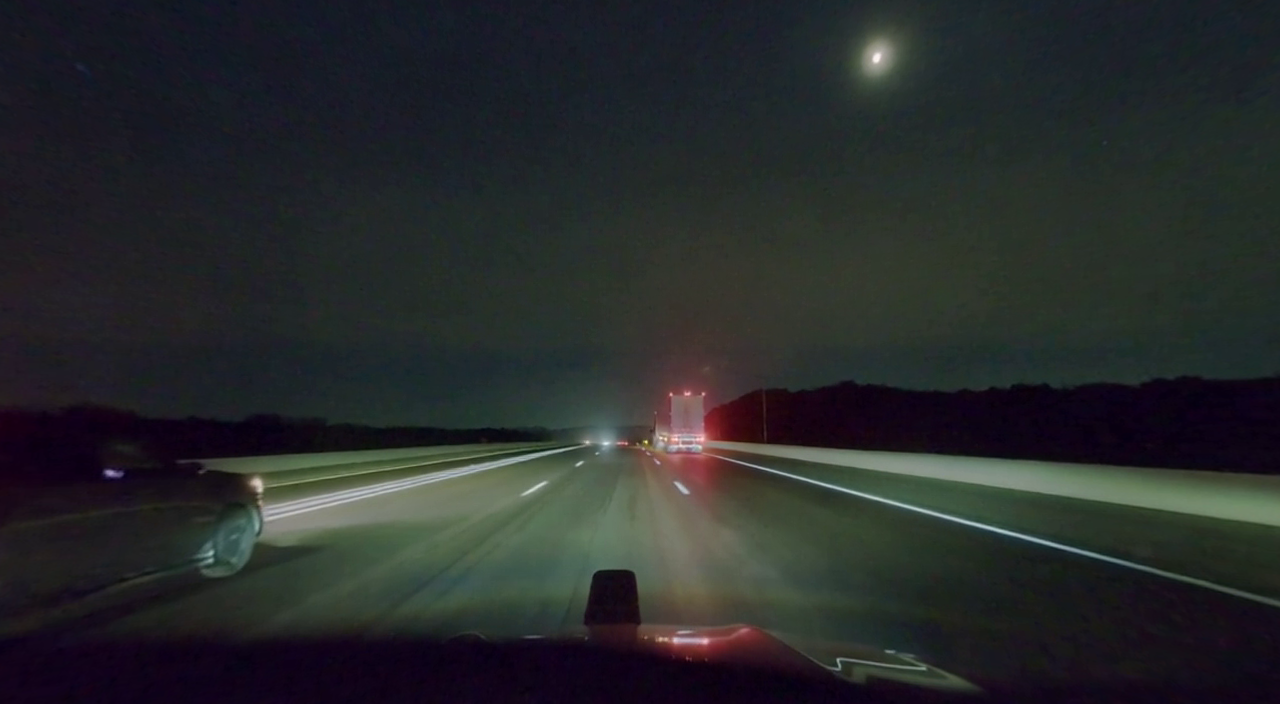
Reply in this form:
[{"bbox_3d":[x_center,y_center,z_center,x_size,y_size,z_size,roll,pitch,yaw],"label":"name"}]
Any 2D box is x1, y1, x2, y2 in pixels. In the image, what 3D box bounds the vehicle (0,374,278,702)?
[{"bbox_3d":[-4.188,0.953,3.353,2.044,1.604,4.144,0,-8,0],"label":"vehicle"}]
